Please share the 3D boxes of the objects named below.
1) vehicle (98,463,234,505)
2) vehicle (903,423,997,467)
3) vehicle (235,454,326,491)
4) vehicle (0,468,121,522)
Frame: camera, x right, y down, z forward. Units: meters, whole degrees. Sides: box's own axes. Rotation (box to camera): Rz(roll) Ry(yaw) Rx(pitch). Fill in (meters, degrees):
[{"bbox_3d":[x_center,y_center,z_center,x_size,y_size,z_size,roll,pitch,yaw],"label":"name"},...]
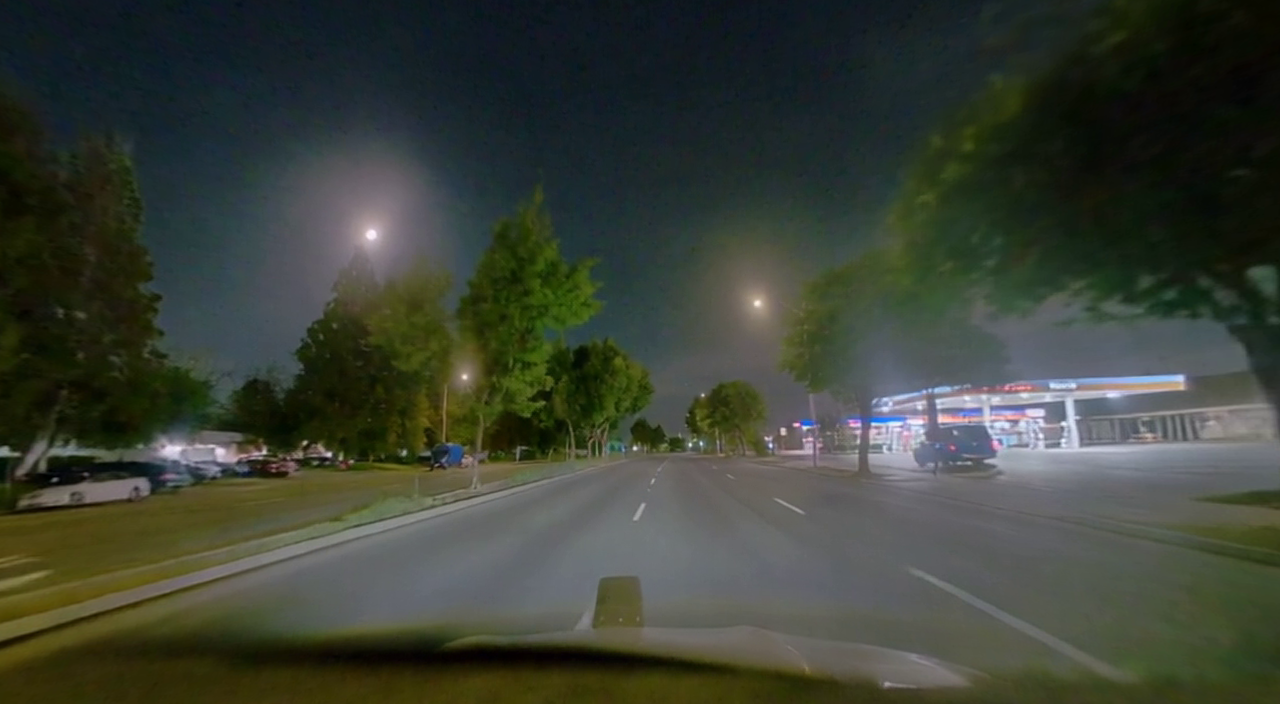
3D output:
[{"bbox_3d":[-19.855,5.508,26.776,1.787,1.471,4.709,-1,-9,6],"label":"vehicle"},{"bbox_3d":[14.472,4.414,29.871,2.108,1.877,4.807,-1,-9,2],"label":"vehicle"},{"bbox_3d":[-19.510,6.503,34.558,1.988,1.785,4.802,-1,-9,2],"label":"vehicle"},{"bbox_3d":[-20.220,4.652,20.868,1.924,1.479,4.706,-1,-9,4],"label":"vehicle"}]
